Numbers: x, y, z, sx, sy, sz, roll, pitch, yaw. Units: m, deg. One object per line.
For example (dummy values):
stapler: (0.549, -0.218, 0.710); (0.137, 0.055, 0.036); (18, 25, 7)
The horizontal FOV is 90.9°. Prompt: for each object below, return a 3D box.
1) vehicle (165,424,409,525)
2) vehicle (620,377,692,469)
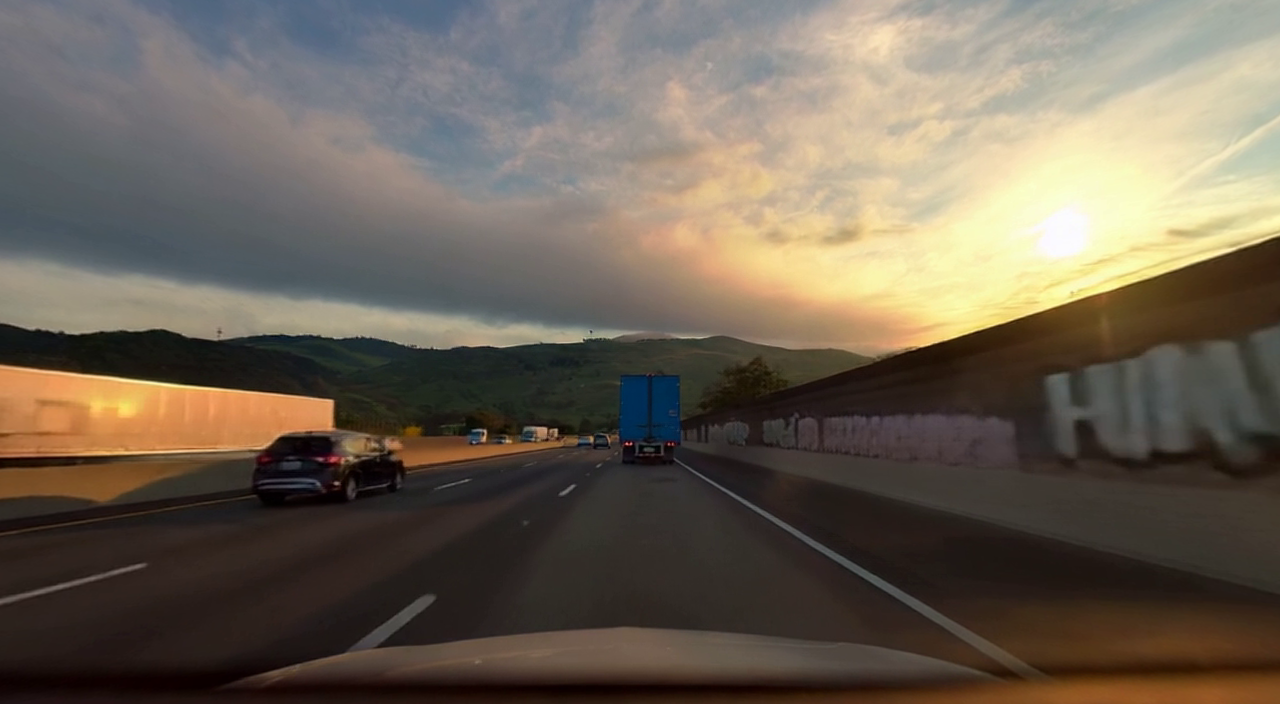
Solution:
vehicle: (-6.281, 2.192, 12.015); (1.982, 1.535, 4.519); (0, -8, 1)
vehicle: (0.511, 3.618, 31.244); (2.921, 3.765, 10.773); (0, -8, -1)
